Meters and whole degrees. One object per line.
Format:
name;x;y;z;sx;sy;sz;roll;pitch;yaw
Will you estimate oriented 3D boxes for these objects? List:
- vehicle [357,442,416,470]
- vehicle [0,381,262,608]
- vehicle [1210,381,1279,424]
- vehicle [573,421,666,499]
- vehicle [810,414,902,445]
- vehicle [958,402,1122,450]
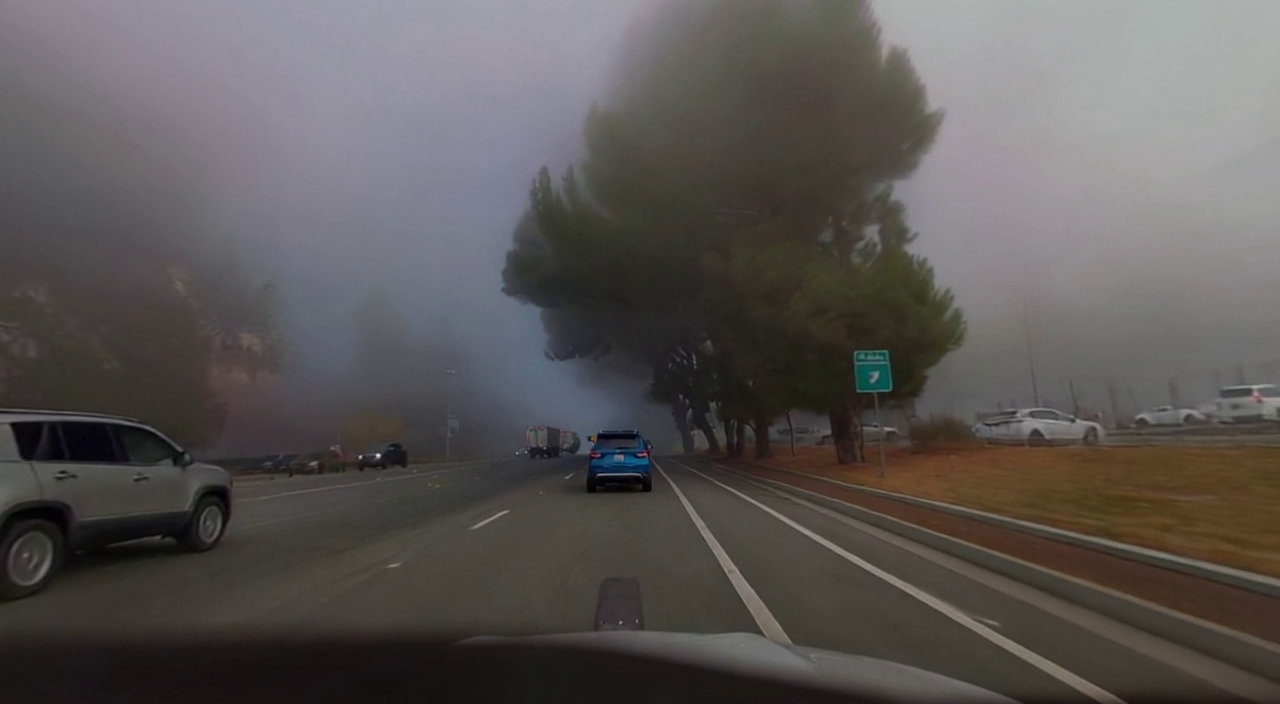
vehicle;-16.688;6.828;41.807;1.956;1.753;4.621;0;-8;1
vehicle;-6.332;1.359;6.510;2.178;1.819;4.530;0;-8;-2
vehicle;26.948;2.247;27.608;1.895;1.576;4.434;-5;-10;28
vehicle;-0.490;2.795;16.686;2.131;1.761;4.242;0;-8;-1
vehicle;13.141;4.778;38.678;4.873;1.796;1.990;0;-8;1
vehicle;13.152;2.486;20.983;4.204;1.486;1.781;0;-8;0
